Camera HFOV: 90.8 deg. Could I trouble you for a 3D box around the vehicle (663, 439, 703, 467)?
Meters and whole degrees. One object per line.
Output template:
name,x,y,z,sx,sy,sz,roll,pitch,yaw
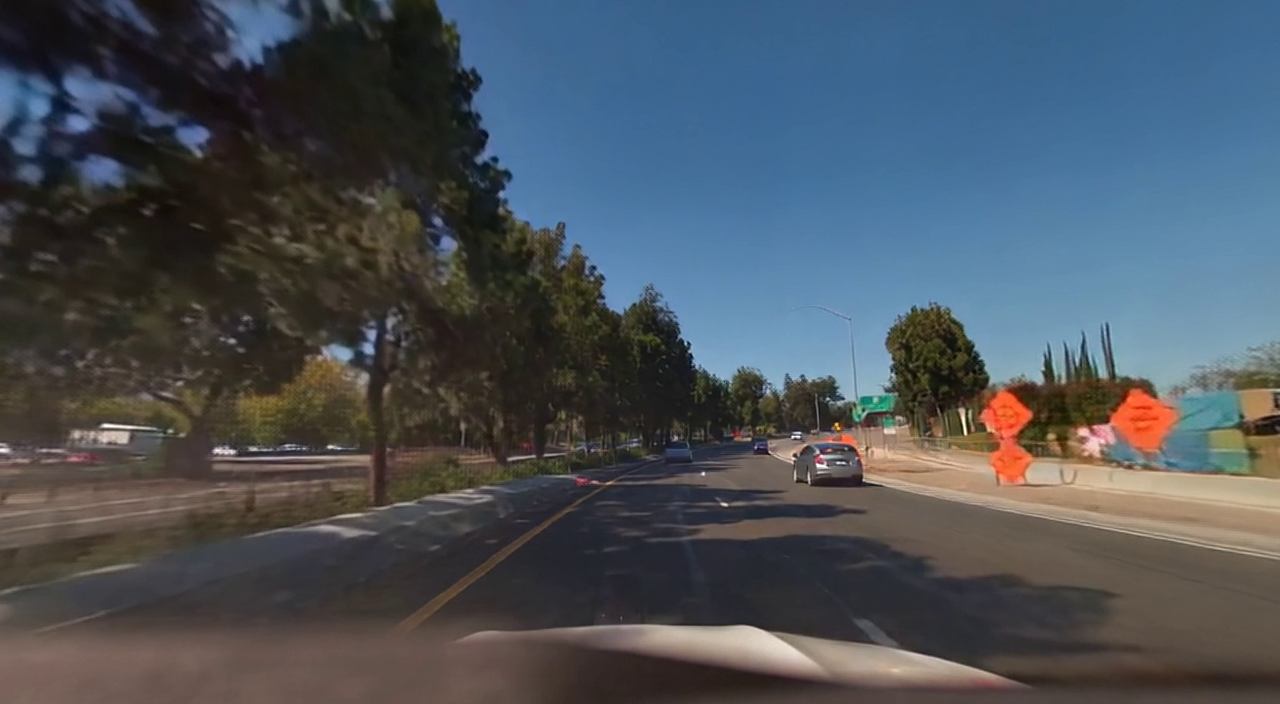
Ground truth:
vehicle,2.796,6.430,40.430,2.201,1.676,4.541,-1,-9,8

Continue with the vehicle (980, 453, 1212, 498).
vehicle,12.186,3.326,17.472,3.503,1.020,4.269,-1,-9,7

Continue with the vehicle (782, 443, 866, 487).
vehicle,6.706,4.147,23.467,2.044,1.474,4.083,-1,-8,3
